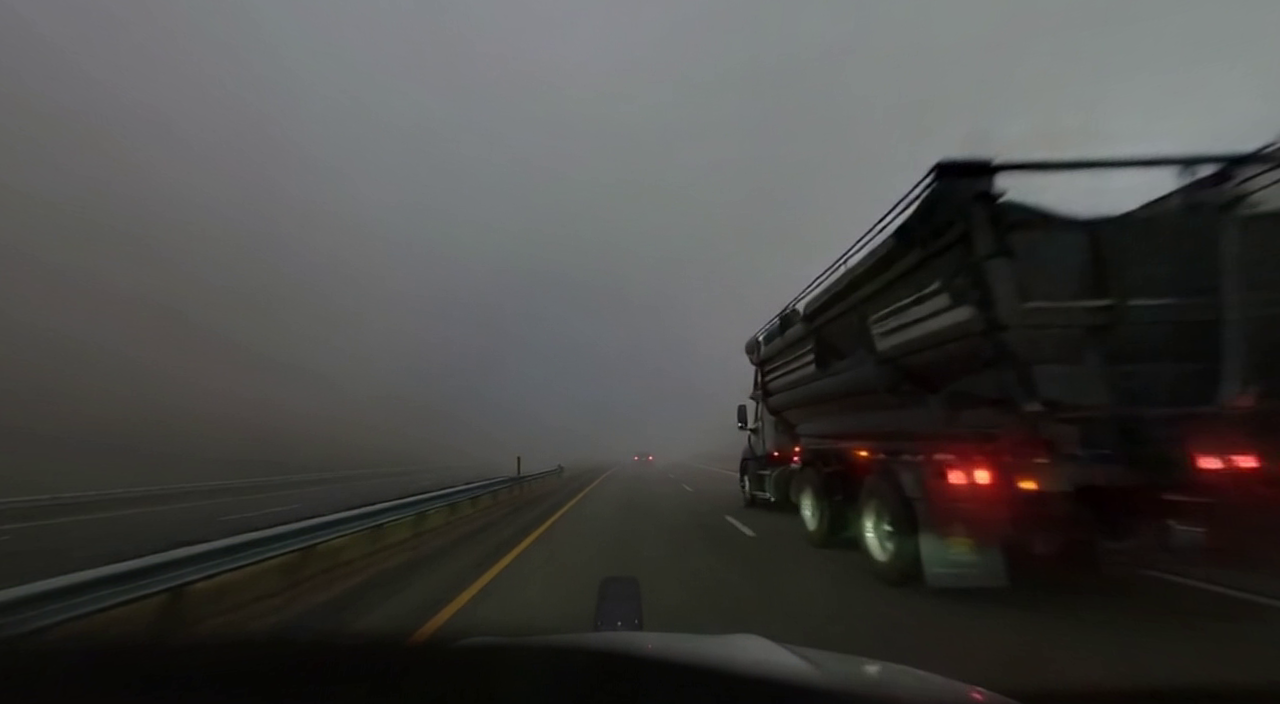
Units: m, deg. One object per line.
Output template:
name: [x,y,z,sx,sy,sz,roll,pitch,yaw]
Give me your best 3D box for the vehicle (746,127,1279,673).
vehicle: [3.513,0.775,7.669,2.859,3.332,7.735,0,-9,-1]
